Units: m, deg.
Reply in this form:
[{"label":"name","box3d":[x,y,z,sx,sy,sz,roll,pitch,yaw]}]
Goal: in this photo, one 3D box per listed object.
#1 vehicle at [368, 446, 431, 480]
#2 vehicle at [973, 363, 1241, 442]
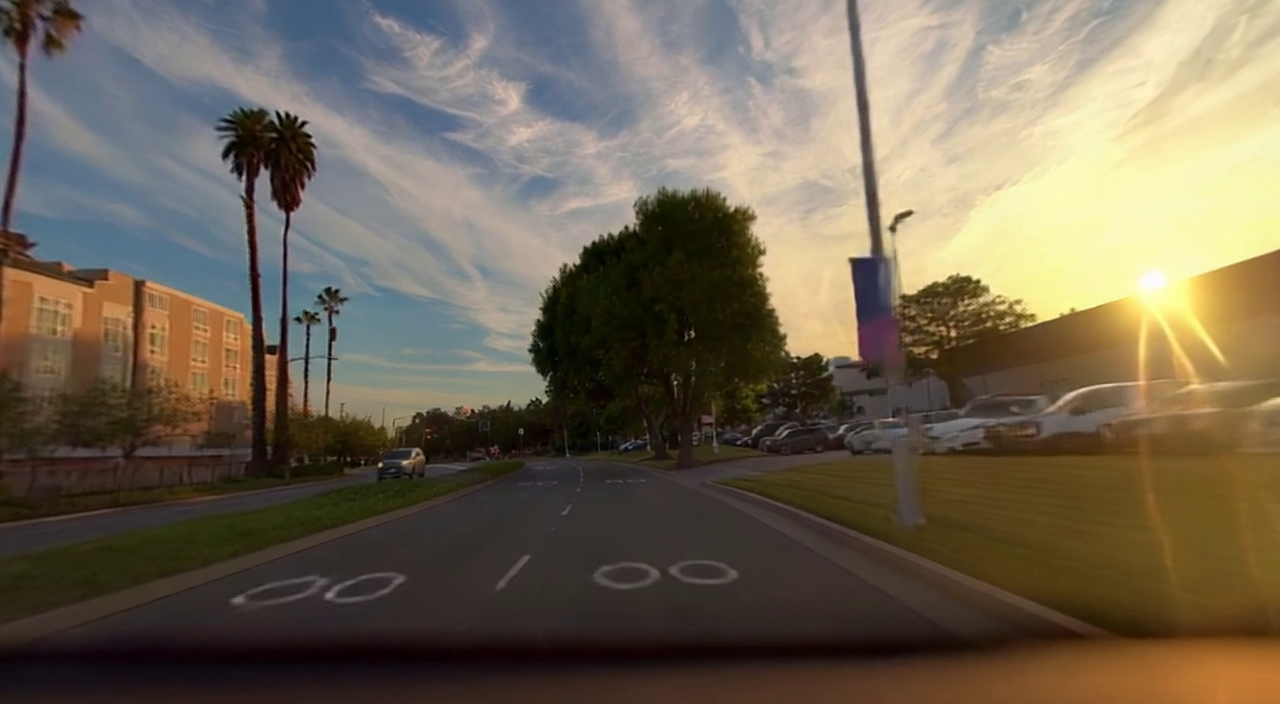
[{"label":"vehicle","box3d":[-14.974,6.895,39.412,2.239,1.955,5.017,0,-8,-4]},{"label":"vehicle","box3d":[10.758,1.238,14.762,4.636,1.695,2.025,0,-8,-1]}]
